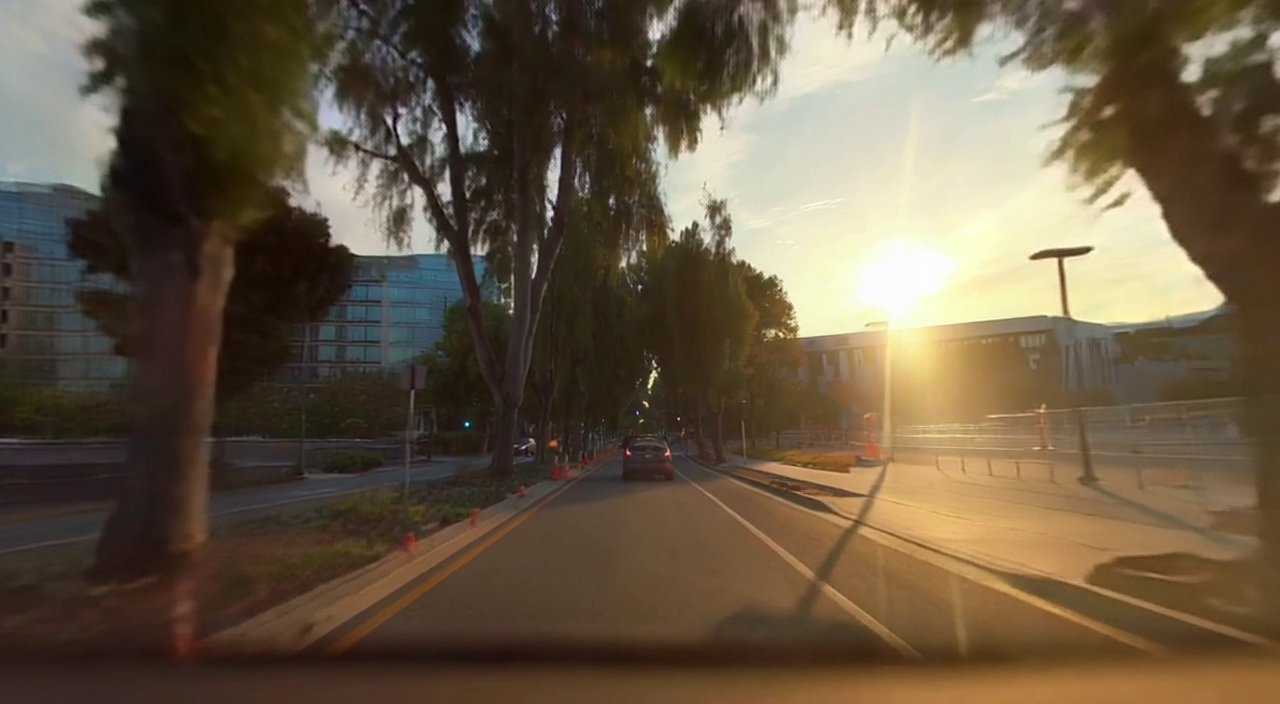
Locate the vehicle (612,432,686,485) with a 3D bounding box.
[{"bbox_3d":[0.271,3.384,20.364,2.114,1.493,4.430,0,-8,1],"label":"vehicle"}]
